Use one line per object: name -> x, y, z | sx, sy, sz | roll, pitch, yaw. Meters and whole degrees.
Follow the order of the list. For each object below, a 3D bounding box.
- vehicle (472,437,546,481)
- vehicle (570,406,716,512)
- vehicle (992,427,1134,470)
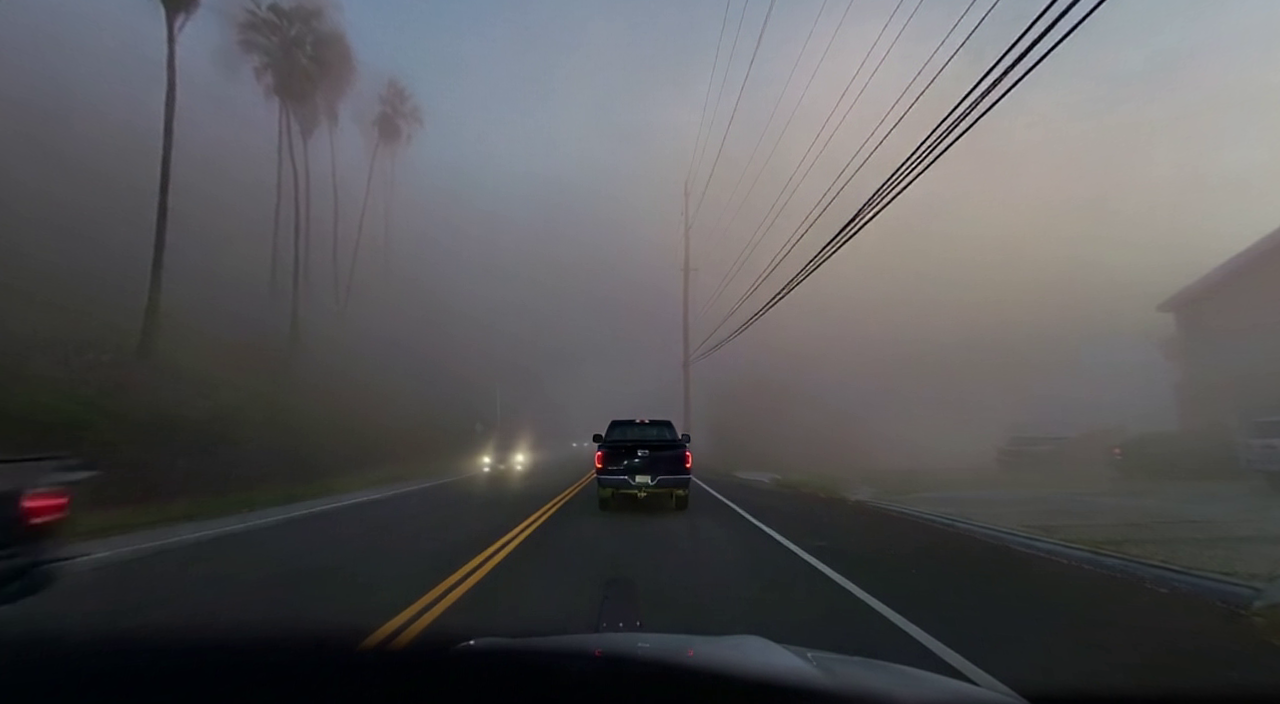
vehicle -> -5.217, 4.321, 25.869 | 2.159, 1.627, 4.505 | 0, -8, -1
vehicle -> 0.021, 2.536, 15.386 | 2.848, 2.047, 5.885 | 0, -8, -1
vehicle -> 20.331, 4.712, 30.873 | 2.277, 1.836, 6.267 | 0, -9, -4
